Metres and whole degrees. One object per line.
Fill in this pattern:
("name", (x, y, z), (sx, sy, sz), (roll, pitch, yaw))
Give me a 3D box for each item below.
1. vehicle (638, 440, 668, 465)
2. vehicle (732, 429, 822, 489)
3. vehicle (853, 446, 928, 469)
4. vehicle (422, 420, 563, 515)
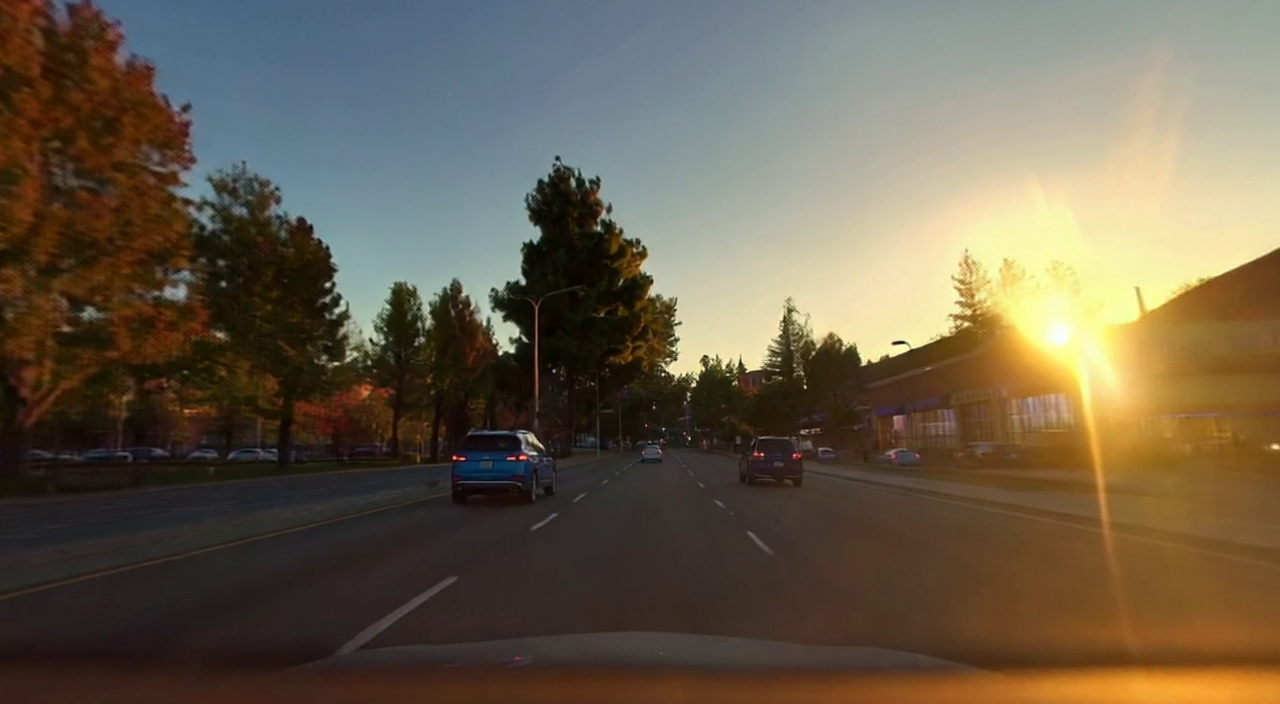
("vehicle", (0.967, 7.403, 46.522), (2.067, 1.702, 3.987), (0, -8, 2))
("vehicle", (4.480, 3.573, 21.371), (2.083, 1.779, 4.347), (0, -8, 0))
("vehicle", (16.409, 6.903, 41.322), (4.133, 1.475, 1.833), (2, -9, -11))
("vehicle", (-3.140, 2.572, 14.516), (2.047, 1.810, 4.414), (0, -8, 2))
